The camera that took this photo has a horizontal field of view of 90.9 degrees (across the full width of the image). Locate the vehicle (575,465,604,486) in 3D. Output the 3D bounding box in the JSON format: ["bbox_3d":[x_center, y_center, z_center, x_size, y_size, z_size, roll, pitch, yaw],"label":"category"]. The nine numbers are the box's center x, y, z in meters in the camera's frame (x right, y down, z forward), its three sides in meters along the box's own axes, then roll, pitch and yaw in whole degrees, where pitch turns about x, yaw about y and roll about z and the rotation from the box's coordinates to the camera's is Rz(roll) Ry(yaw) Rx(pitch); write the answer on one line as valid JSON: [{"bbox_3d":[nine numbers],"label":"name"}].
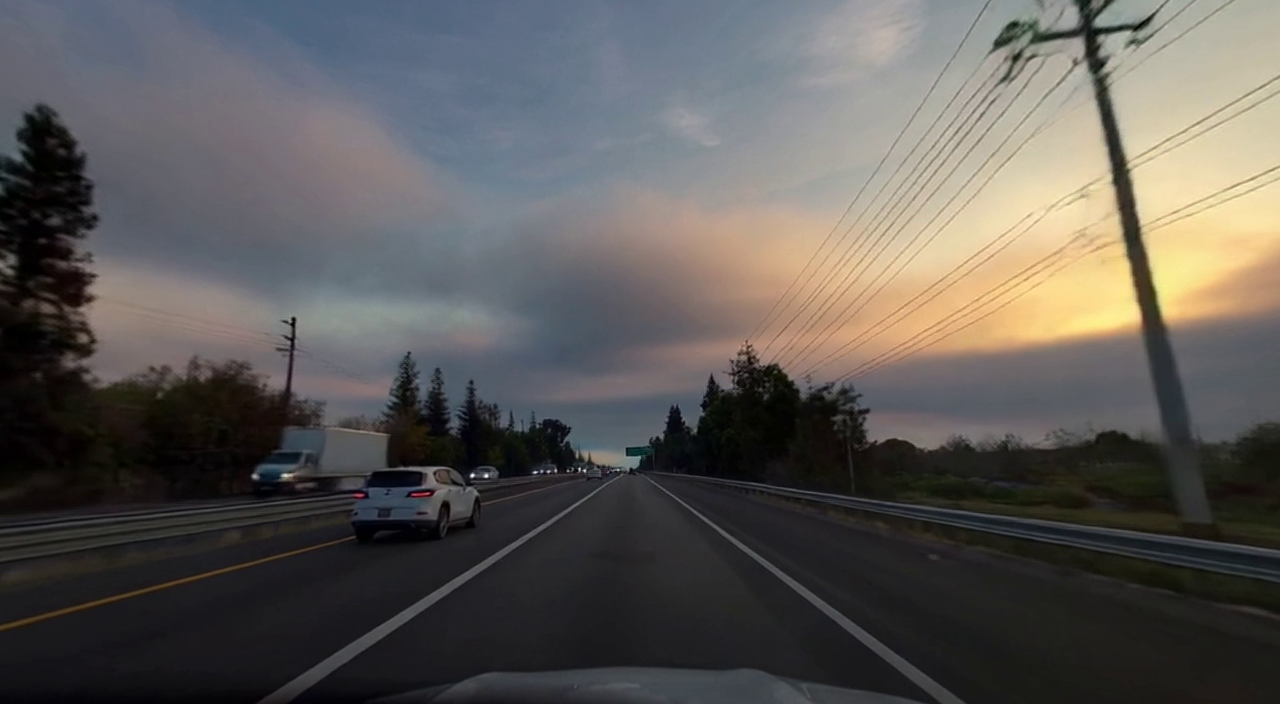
[{"bbox_3d":[-3.749,9.271,47.491,1.884,1.486,3.934,1,-10,-1],"label":"vehicle"}]

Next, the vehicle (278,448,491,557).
[{"bbox_3d":[-4.159,2.548,11.178,1.963,1.501,4.227,1,-10,0],"label":"vehicle"}]
